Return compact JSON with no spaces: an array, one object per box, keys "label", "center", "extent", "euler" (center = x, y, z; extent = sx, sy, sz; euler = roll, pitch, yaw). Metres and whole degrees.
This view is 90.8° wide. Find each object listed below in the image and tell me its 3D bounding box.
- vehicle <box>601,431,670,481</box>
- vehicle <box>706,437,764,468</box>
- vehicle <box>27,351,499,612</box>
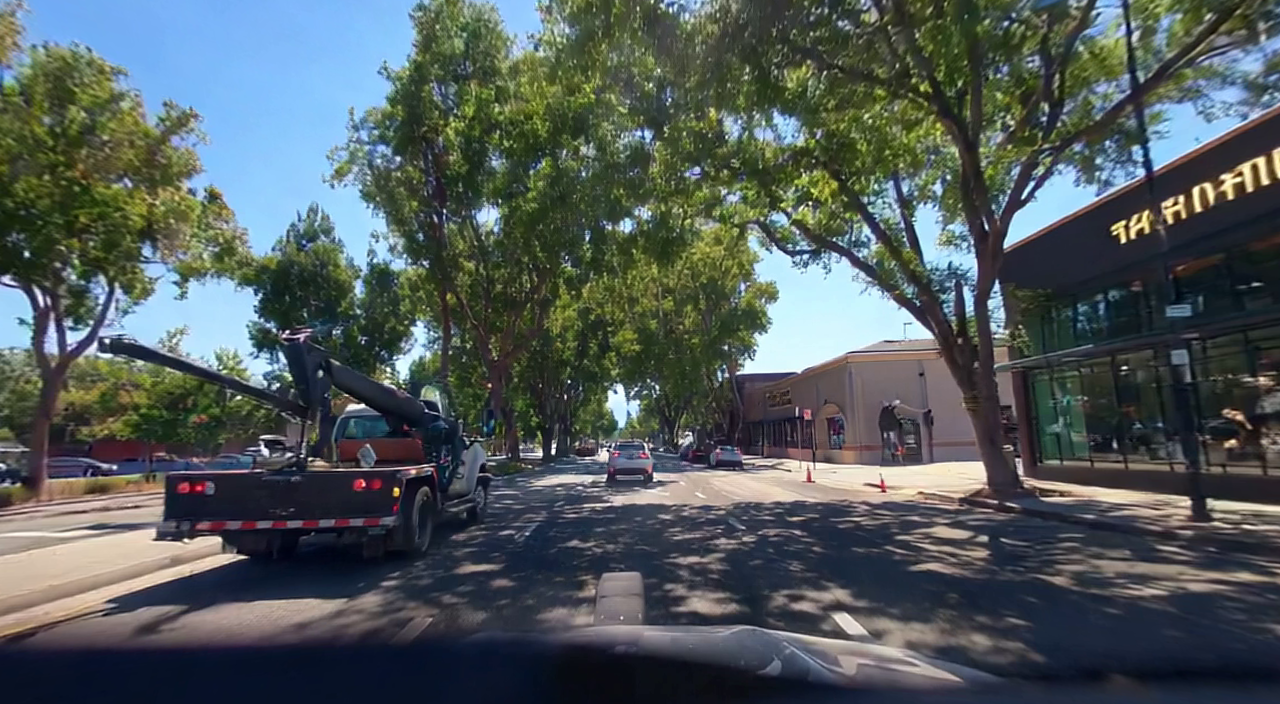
[{"label":"vehicle","center":[-0.195,3.962,24.309],"extent":[2.413,1.748,4.406],"euler":[0,-8,-1]},{"label":"vehicle","center":[5.377,5.775,36.445],"extent":[2.082,1.601,4.451],"euler":[1,-9,-9]},{"label":"vehicle","center":[-3.614,1.437,7.920],"extent":[2.424,2.063,5.678],"euler":[0,-9,0]}]
